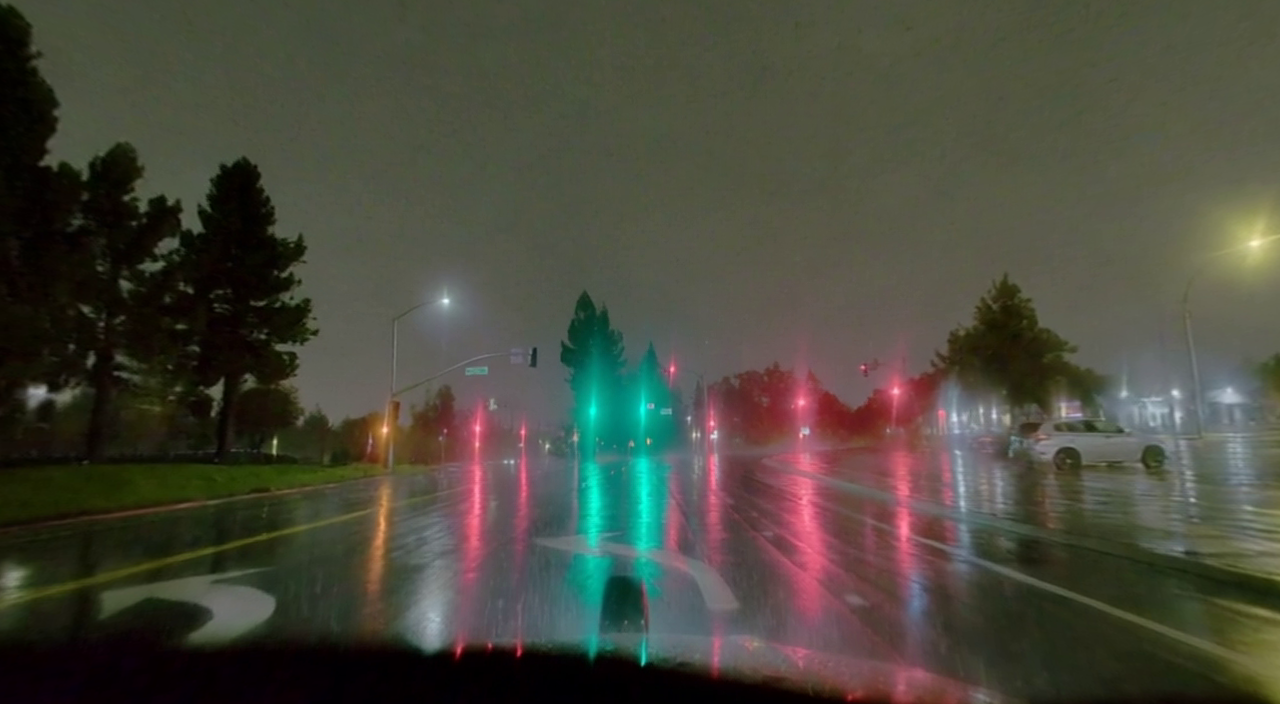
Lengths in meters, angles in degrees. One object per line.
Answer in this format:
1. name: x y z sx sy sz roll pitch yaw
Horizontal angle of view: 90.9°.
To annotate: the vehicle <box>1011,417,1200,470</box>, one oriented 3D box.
1. vehicle: 13.888 2.760 18.994 4.167 1.476 1.871 0 -8 0
